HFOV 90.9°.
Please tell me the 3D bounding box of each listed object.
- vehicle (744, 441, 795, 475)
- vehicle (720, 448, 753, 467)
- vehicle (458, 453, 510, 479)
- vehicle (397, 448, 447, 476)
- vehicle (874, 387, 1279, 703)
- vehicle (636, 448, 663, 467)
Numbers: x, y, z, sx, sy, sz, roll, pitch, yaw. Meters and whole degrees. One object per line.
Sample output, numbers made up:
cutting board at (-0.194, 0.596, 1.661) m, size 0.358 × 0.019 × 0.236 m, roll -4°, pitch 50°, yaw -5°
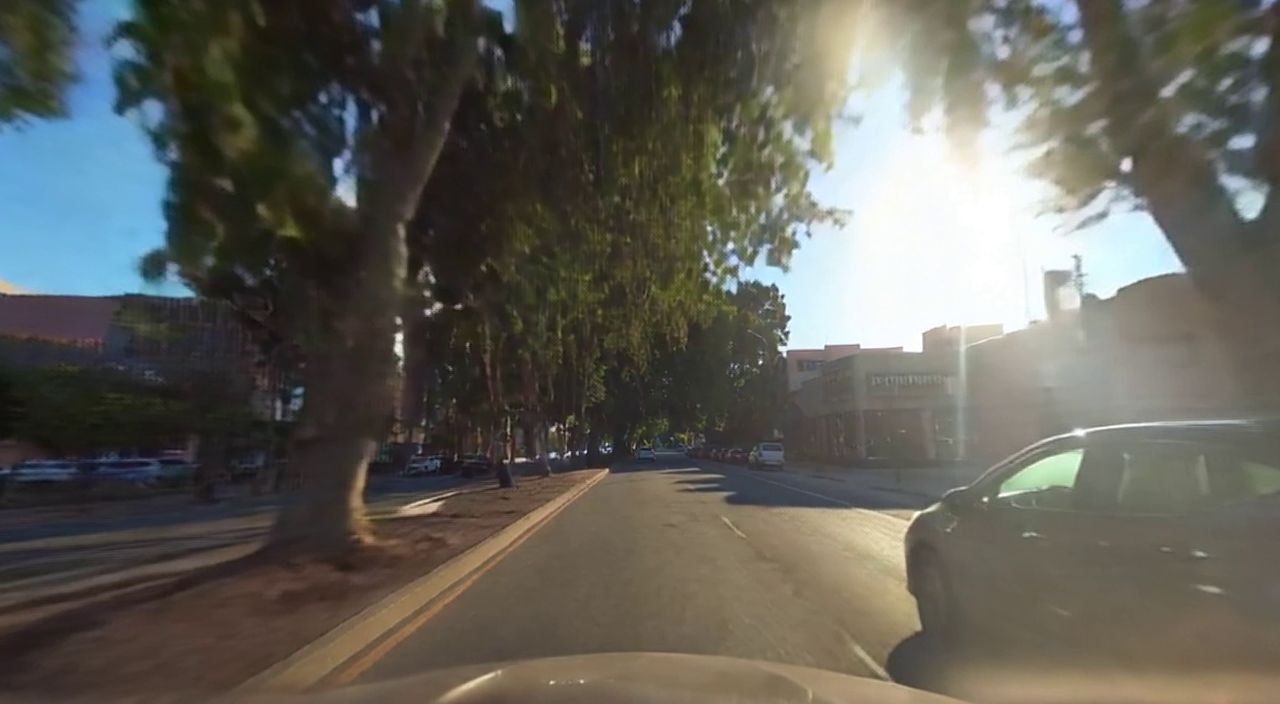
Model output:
vehicle at (7.550, 6.199, 37.176) m, size 2.050 × 1.838 × 4.535 m, roll 0°, pitch -9°, yaw 0°
vehicle at (7.563, 8.314, 49.823) m, size 1.874 × 1.438 × 4.466 m, roll 0°, pitch -9°, yaw 0°
vehicle at (-8.408, 6.152, 34.282) m, size 1.748 × 1.278 × 4.300 m, roll 0°, pitch -9°, yaw 0°
vehicle at (-15.860, 8.017, 46.094) m, size 1.972 × 1.898 × 4.556 m, roll 0°, pitch -9°, yaw 0°
vehicle at (2.956, 1.045, 3.160) m, size 1.989 × 1.498 × 4.050 m, roll 0°, pitch -9°, yaw 0°
vehicle at (0.674, 7.810, 46.858) m, size 1.945 × 1.343 × 3.827 m, roll 0°, pitch -8°, yaw 0°
